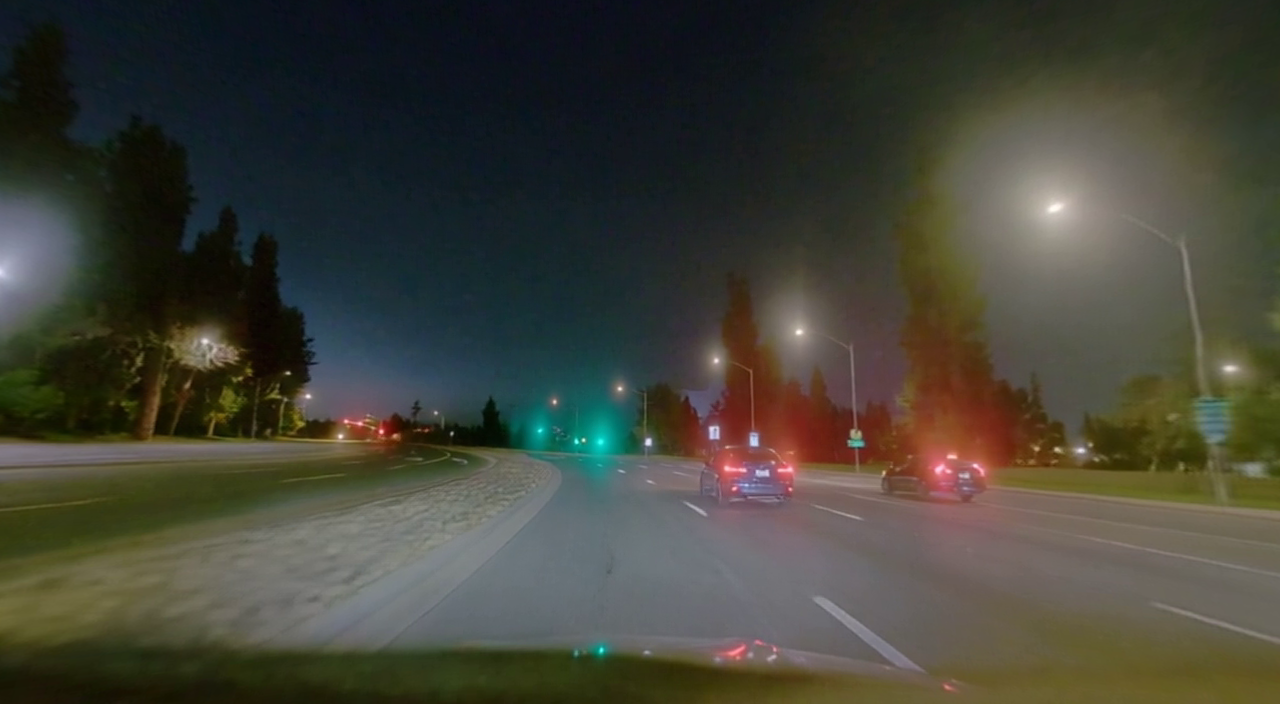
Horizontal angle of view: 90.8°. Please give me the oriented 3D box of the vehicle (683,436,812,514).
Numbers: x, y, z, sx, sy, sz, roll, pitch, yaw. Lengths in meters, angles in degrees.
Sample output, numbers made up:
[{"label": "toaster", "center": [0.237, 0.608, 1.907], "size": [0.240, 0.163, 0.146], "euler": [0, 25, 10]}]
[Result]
[{"label": "vehicle", "center": [2.487, 2.991, 15.952], "size": [2.122, 1.646, 4.525], "euler": [1, -8, -5]}]

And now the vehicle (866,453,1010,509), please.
[{"label": "vehicle", "center": [9.092, 3.950, 19.830], "size": [1.940, 1.460, 4.652], "euler": [1, -8, -5]}]
